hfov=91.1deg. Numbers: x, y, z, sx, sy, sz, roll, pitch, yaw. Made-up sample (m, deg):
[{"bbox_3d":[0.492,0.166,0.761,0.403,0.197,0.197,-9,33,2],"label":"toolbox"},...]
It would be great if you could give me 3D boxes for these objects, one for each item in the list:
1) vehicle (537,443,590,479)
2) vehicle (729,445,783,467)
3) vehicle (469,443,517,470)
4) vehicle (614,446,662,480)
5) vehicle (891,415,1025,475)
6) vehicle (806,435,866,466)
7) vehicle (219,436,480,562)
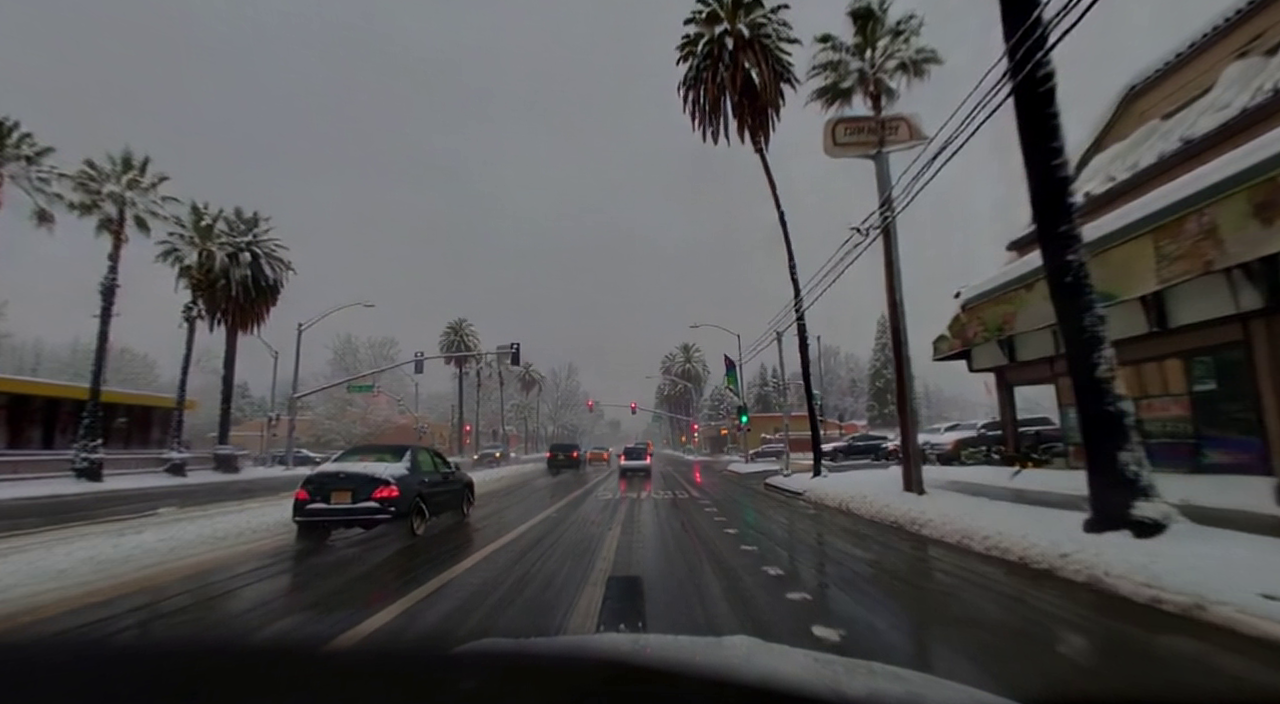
[{"bbox_3d":[-3.640,5.280,30.714,1.979,1.634,3.957,0,-8,2],"label":"vehicle"},{"bbox_3d":[8.709,7.775,47.079,3.980,1.486,2.059,8,-12,-44],"label":"vehicle"},{"bbox_3d":[-11.327,8.047,48.670,2.286,1.922,5.328,0,-8,2],"label":"vehicle"},{"bbox_3d":[-0.052,5.176,29.569,2.094,1.496,4.070,0,-8,1],"label":"vehicle"},{"bbox_3d":[11.186,3.368,22.653,2.111,1.875,5.301,-1,-8,1],"label":"vehicle"},{"bbox_3d":[11.245,5.680,36.304,1.982,1.623,4.211,0,-8,-2],"label":"vehicle"},{"bbox_3d":[-4.110,2.117,9.888,1.904,1.513,4.410,0,-8,1],"label":"vehicle"}]
